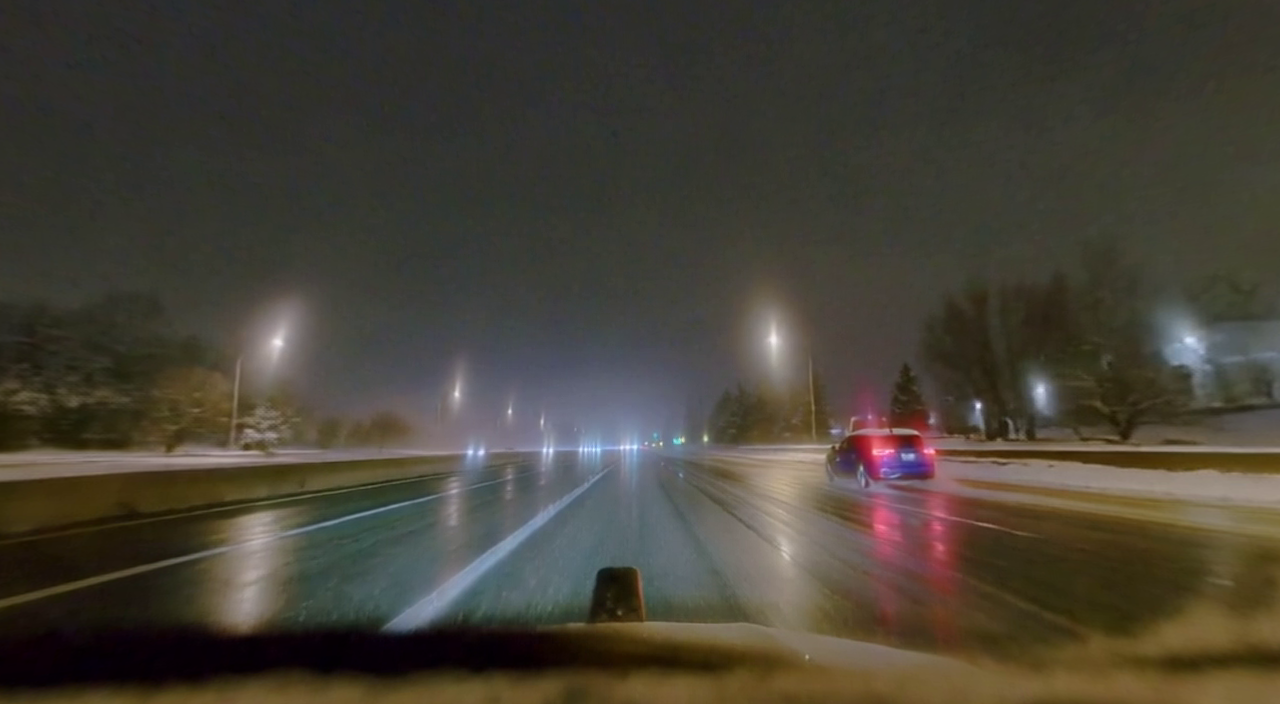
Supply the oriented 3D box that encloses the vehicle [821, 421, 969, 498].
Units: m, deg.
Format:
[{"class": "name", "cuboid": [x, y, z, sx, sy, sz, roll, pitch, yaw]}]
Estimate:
[{"class": "vehicle", "cuboid": [7.095, 3.059, 18.251, 2.222, 1.899, 4.595, 0, -9, -1]}]
